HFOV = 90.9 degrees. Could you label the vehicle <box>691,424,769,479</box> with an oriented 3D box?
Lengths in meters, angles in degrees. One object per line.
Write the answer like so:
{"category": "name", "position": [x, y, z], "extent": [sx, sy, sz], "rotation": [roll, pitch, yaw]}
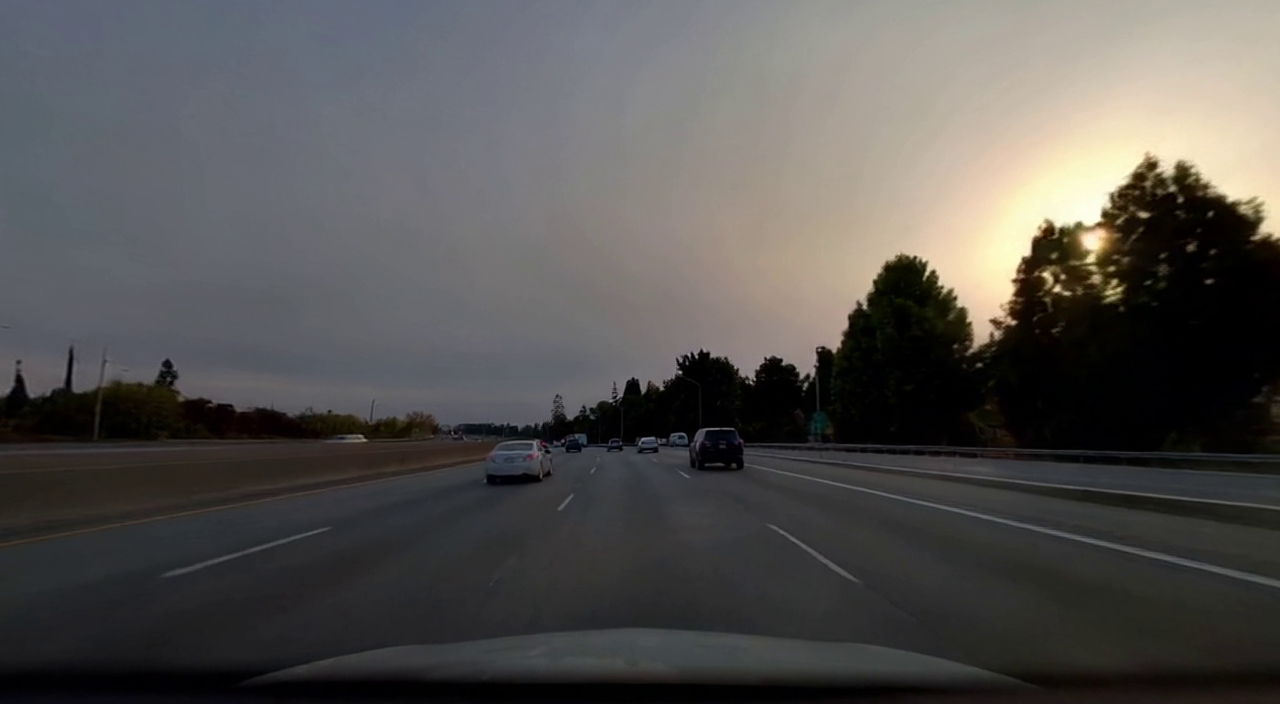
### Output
{"category": "vehicle", "position": [3.153, 3.618, 23.118], "extent": [2.043, 1.795, 4.347], "rotation": [0, -8, -2]}

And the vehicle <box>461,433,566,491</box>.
{"category": "vehicle", "position": [-3.576, 3.216, 18.851], "extent": [2.183, 1.486, 4.848], "rotation": [0, -8, 0]}
